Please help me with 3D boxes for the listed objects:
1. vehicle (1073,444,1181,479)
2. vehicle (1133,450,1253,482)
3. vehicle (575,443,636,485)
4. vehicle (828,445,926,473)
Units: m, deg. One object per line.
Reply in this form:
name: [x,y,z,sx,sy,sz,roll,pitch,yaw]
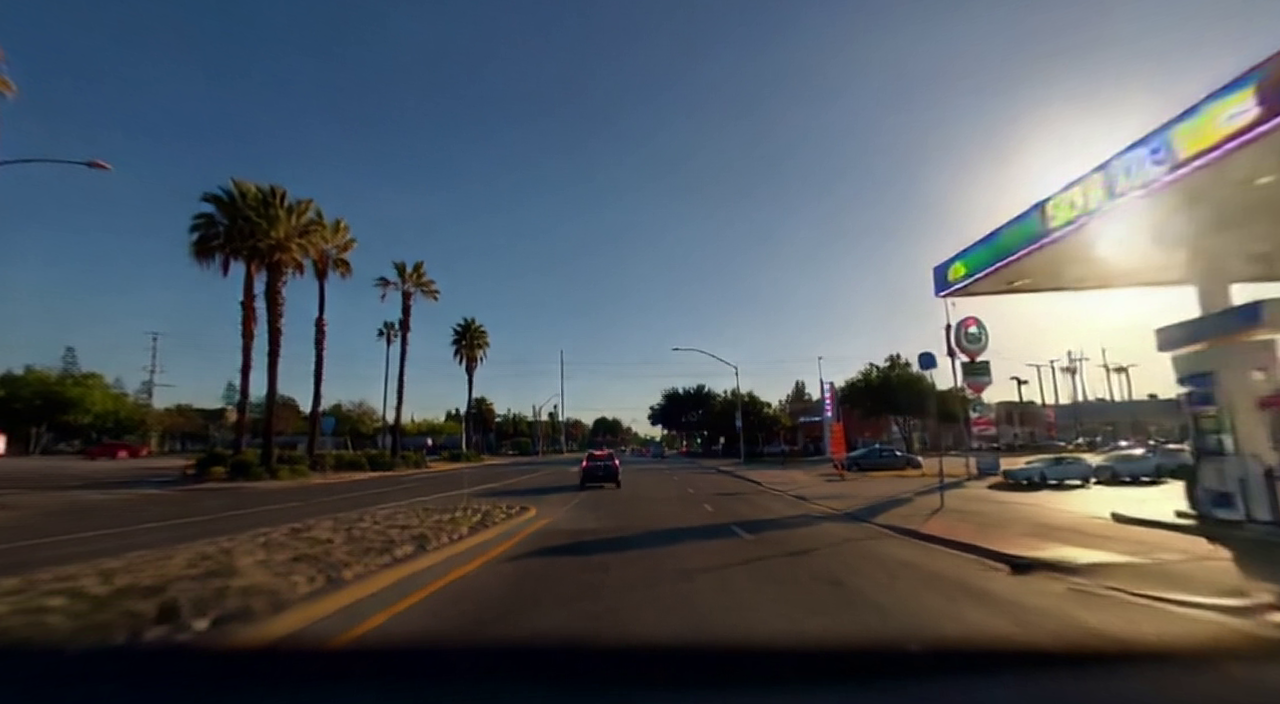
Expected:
vehicle: [27.261,6.126,35.446,4.381,1.892,1.942,1,-9,-2]
vehicle: [28.803,5.940,33.016,4.377,1.633,1.834,0,-9,2]
vehicle: [-1.513,4.560,25.800,2.073,1.525,4.809,2,-10,-8]
vehicle: [14.805,6.708,39.662,5.317,1.700,1.901,0,-9,0]
